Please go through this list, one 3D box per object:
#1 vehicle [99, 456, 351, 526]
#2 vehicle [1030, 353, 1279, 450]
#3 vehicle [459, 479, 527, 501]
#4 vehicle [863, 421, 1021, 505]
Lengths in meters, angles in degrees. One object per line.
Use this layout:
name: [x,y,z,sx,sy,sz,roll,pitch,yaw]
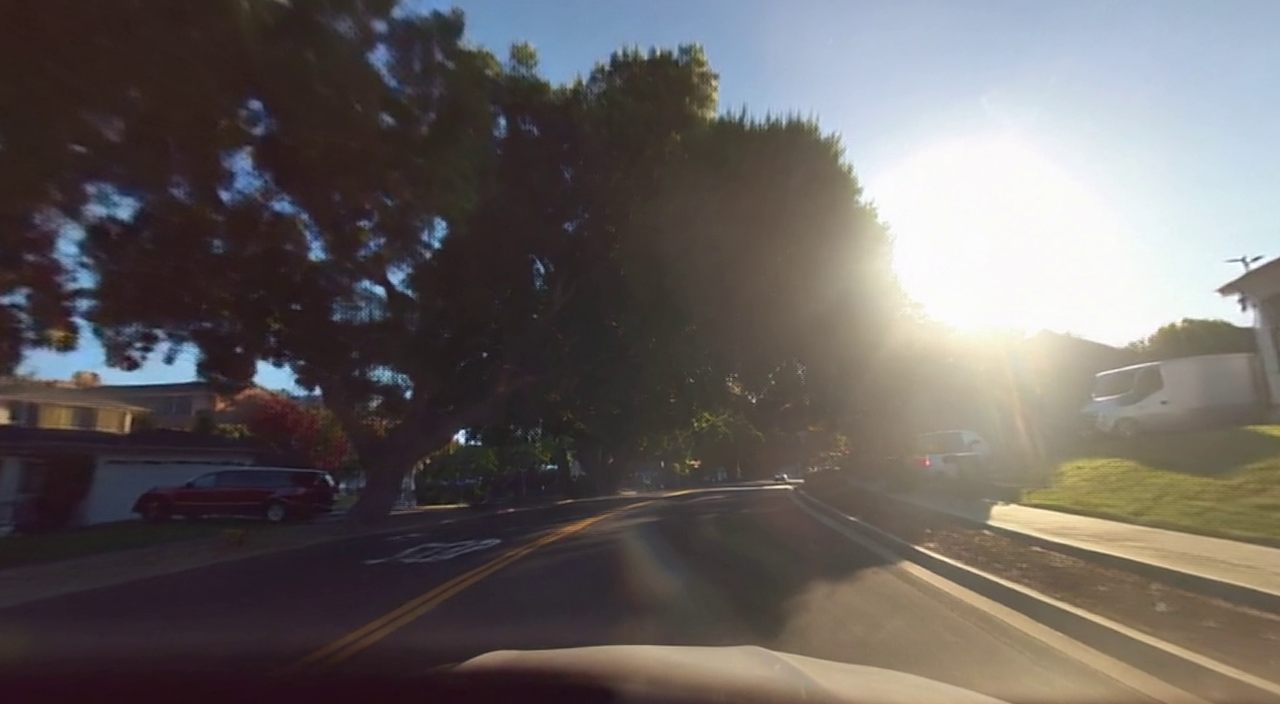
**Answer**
vehicle: [-11.868,4.111,18.485,5.643,1.759,2.110,1,-20,-3]
vehicle: [12.876,1.221,15.962,4.539,2.010,2.163,-3,-3,-1]
vehicle: [-10.362,9.783,44.814,4.320,1.443,1.867,-1,-9,3]
vehicle: [7.752,2.918,16.881,2.163,1.885,4.804,-1,-9,5]
